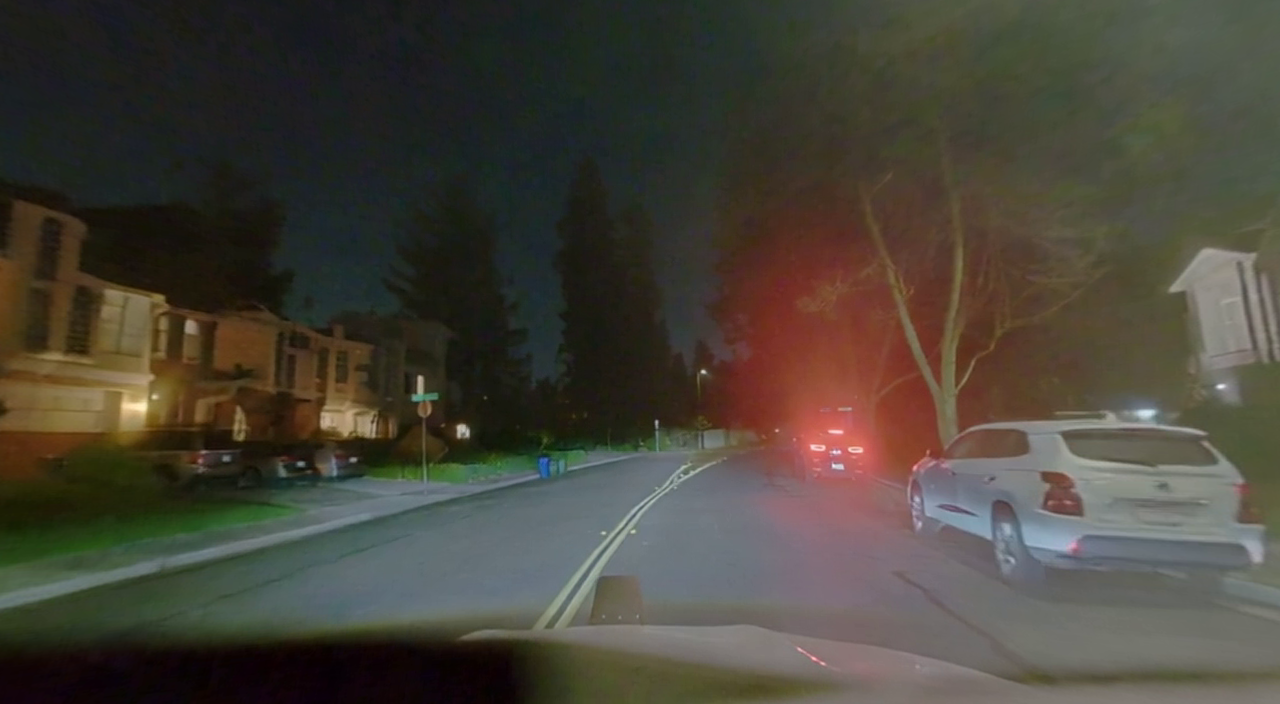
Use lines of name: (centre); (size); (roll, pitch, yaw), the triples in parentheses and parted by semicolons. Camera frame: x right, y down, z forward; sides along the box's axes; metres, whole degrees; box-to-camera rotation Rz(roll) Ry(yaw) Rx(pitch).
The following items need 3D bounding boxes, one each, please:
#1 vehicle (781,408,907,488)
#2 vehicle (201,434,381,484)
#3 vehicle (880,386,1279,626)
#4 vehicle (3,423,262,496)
vehicle: (6.176, 3.048, 20.138); (2.735, 2.117, 6.103); (-1, -9, 8)
vehicle: (-10.662, 3.290, 19.506); (4.455, 1.419, 2.017); (-1, -9, 7)
vehicle: (4.515, 1.513, 7.213); (2.194, 1.786, 4.704); (-1, -9, 7)
vehicle: (-12.091, 2.572, 15.264); (4.635, 1.594, 2.132); (-1, -9, 8)
